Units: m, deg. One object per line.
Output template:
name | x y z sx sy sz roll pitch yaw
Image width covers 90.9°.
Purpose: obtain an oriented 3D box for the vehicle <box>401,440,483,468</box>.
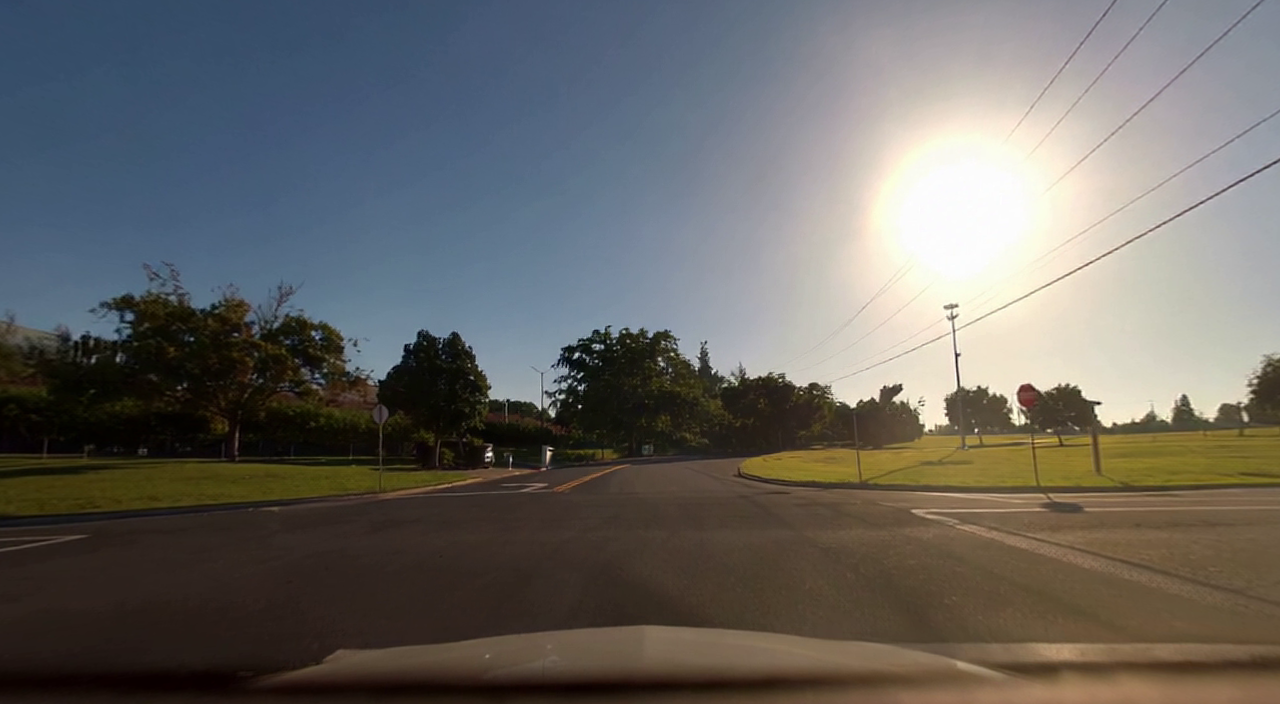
vehicle | -12.703 6.568 40.638 4.590 1.735 1.973 0 -9 3
